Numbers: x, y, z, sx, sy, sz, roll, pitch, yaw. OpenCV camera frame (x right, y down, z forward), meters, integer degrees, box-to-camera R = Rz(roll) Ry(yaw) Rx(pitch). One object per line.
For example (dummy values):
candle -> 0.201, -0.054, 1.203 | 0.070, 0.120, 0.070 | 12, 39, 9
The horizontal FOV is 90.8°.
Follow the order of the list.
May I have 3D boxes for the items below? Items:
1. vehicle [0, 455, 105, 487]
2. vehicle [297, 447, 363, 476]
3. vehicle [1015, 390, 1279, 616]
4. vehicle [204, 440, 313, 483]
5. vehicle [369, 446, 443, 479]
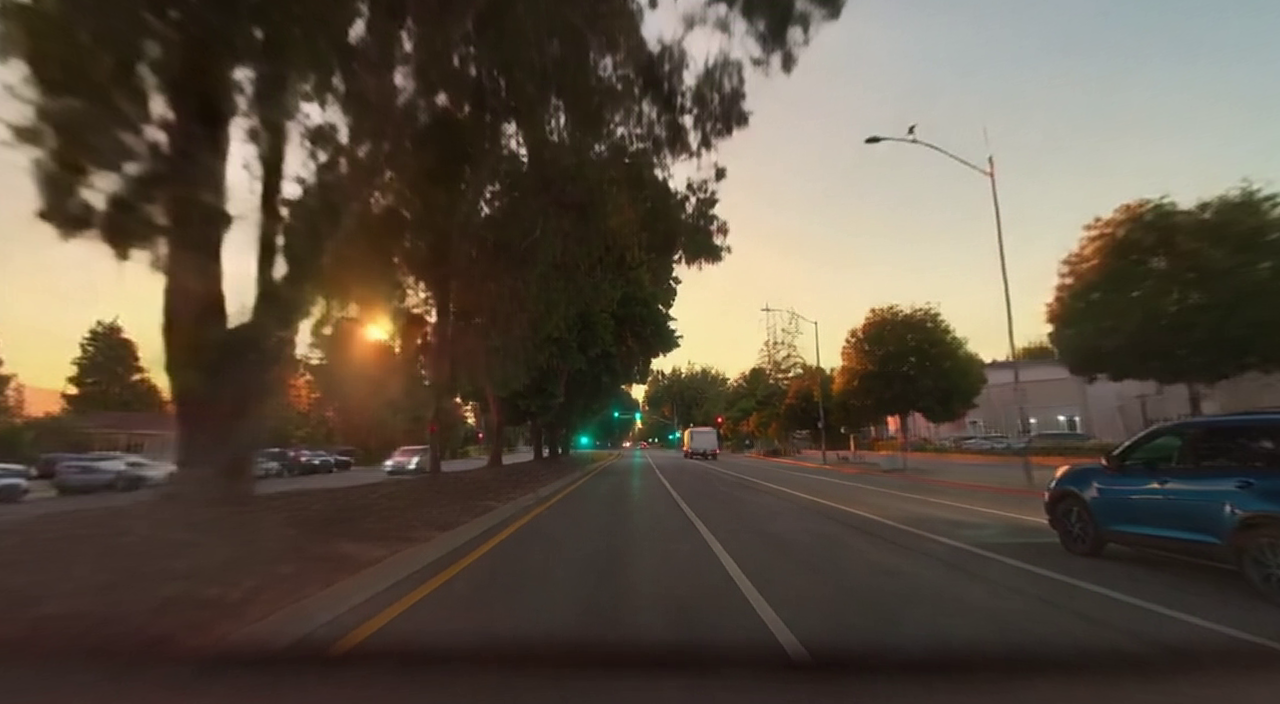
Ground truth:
vehicle -> -28.824, 5.715, 30.494 | 4.228, 1.456, 1.998 | -1, -8, 2
vehicle -> -19.565, 6.888, 40.081 | 2.060, 1.665, 4.282 | 0, -8, -1
vehicle -> 6.030, 1.335, 5.997 | 2.012, 1.754, 4.635 | 0, -8, -1
vehicle -> -19.645, 5.646, 32.945 | 2.281, 2.035, 5.418 | 0, -8, 0
vehicle -> -11.580, 5.466, 31.628 | 1.888, 1.480, 4.644 | 0, -8, 0
